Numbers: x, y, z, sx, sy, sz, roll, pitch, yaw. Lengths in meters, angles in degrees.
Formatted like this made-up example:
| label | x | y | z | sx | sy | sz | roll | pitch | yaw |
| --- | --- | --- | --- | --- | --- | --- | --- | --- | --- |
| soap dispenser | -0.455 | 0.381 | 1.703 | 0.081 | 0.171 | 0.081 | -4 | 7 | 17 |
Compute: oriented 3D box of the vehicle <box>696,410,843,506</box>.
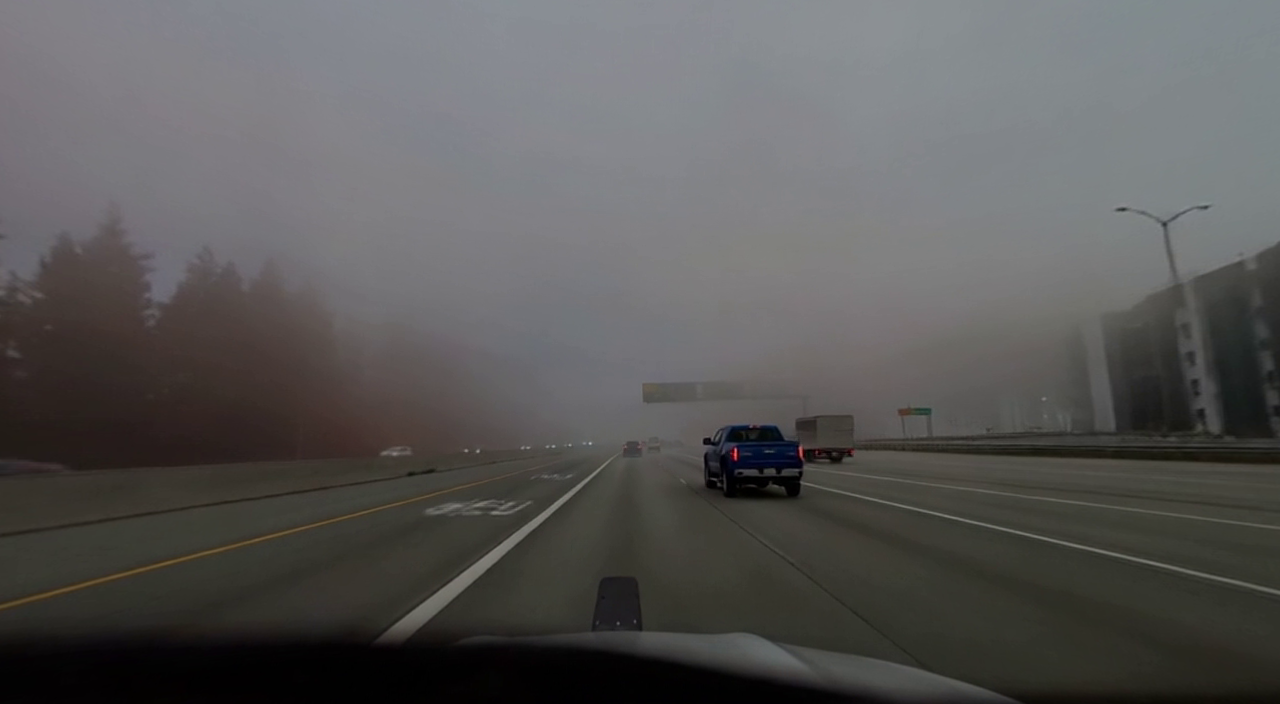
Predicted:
| label | x | y | z | sx | sy | sz | roll | pitch | yaw |
| --- | --- | --- | --- | --- | --- | --- | --- | --- | --- |
| vehicle | 2.930 | 2.581 | 15.701 | 2.462 | 1.984 | 4.718 | 0 | -8 | -2 |
